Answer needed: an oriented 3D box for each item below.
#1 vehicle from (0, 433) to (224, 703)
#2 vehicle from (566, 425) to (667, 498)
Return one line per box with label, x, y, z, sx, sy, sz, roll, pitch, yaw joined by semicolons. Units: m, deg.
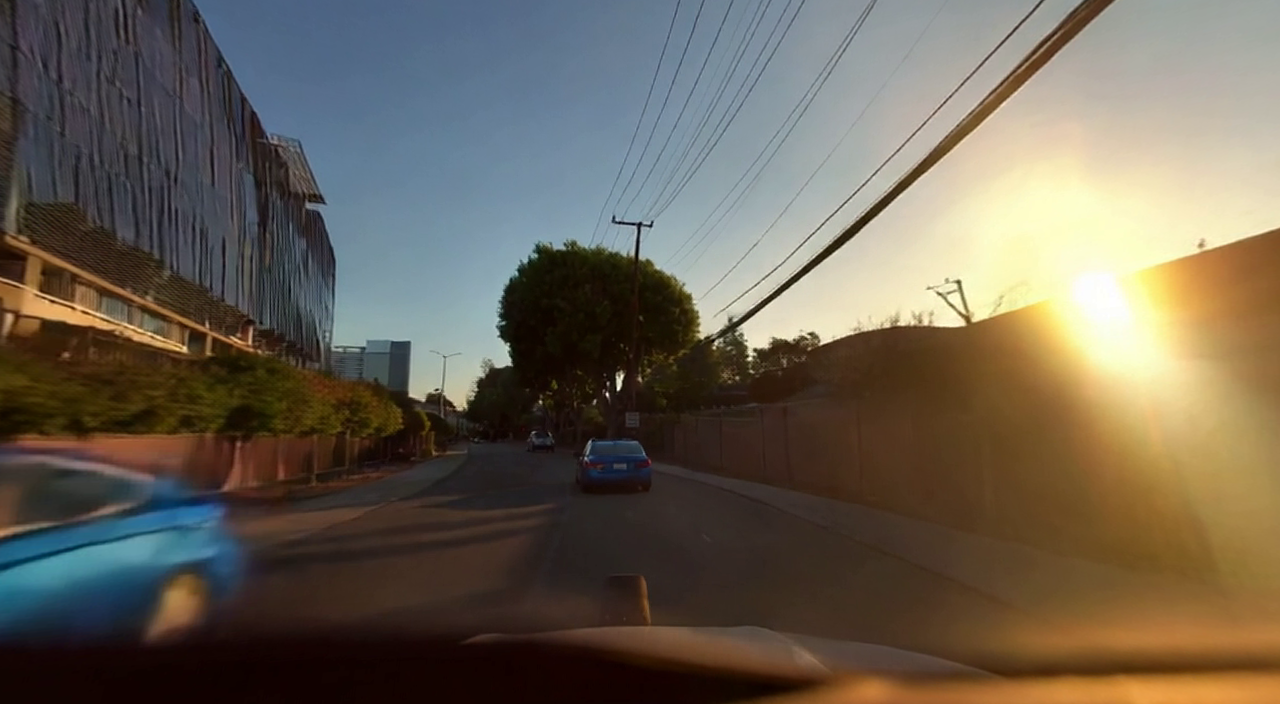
vehicle;-3.427;0.926;1.595;1.957;1.442;4.180;0;-8;-1
vehicle;-0.701;2.534;15.075;2.060;1.487;3.920;1;-8;-7
